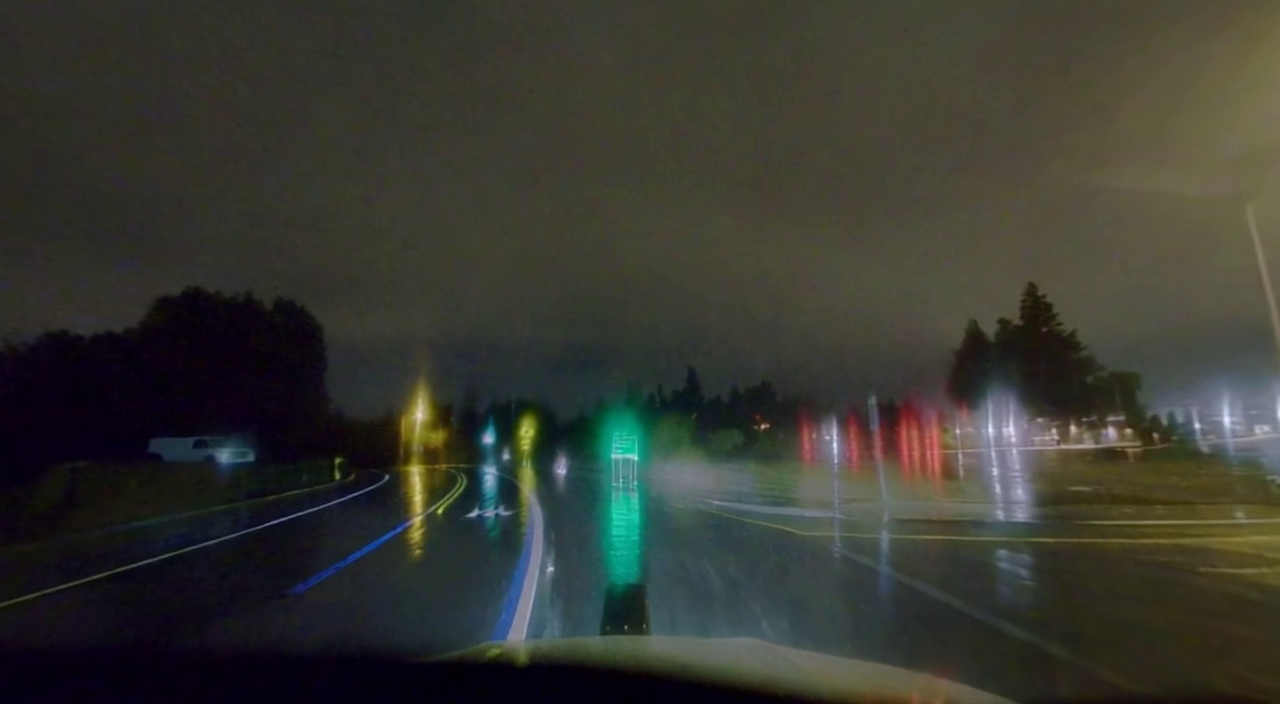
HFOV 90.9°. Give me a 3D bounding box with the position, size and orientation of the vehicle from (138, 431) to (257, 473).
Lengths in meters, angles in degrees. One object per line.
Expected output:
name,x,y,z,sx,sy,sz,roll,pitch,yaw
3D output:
vehicle,-22.085,4.976,31.495,4.699,1.996,2.116,-2,-9,13
